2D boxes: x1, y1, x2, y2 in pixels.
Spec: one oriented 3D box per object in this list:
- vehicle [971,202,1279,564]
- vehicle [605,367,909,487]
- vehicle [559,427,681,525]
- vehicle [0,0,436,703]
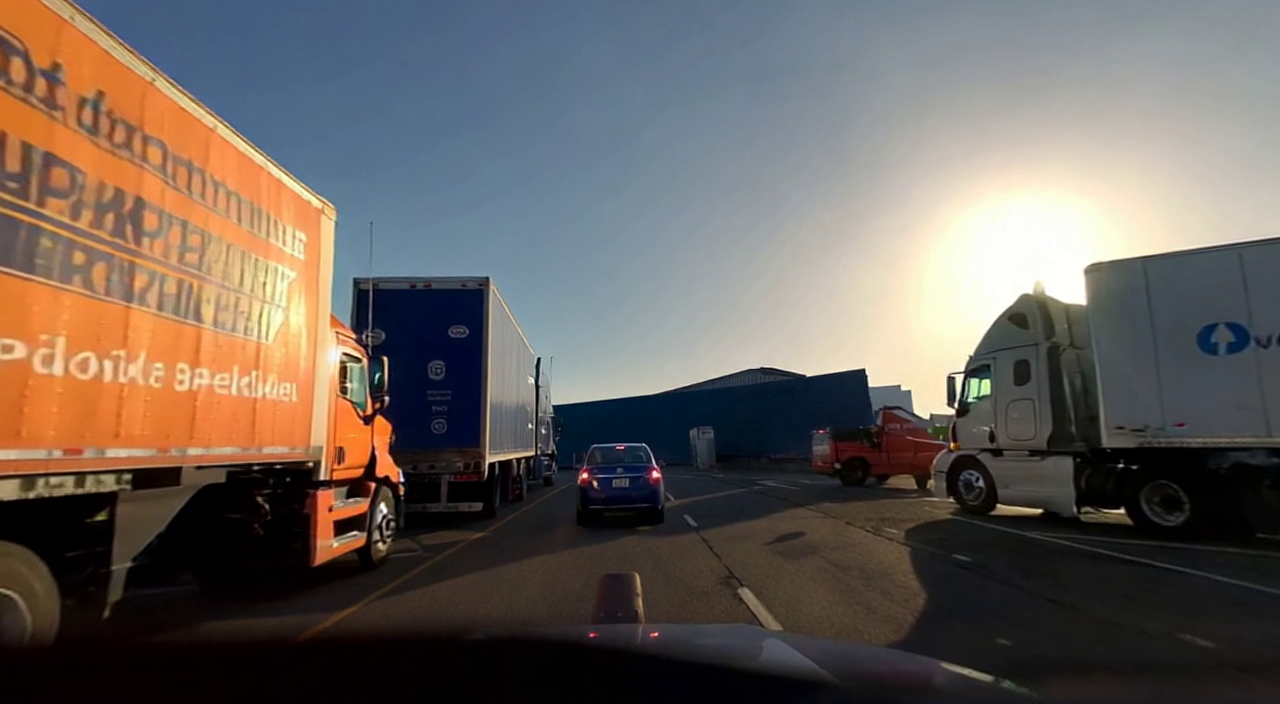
[{"bbox_3d":[11.149,0.062,5.887,13.564,4.152,3.110,-9,-12,42],"label":"vehicle"},{"bbox_3d":[4.095,3.442,28.032,2.877,4.124,14.516,3,-9,-41],"label":"vehicle"},{"bbox_3d":[-0.370,2.484,13.050,2.140,1.682,3.971,0,-9,0],"label":"vehicle"},{"bbox_3d":[-3.986,0.234,3.198,2.986,3.391,9.523,0,-9,-2],"label":"vehicle"}]
